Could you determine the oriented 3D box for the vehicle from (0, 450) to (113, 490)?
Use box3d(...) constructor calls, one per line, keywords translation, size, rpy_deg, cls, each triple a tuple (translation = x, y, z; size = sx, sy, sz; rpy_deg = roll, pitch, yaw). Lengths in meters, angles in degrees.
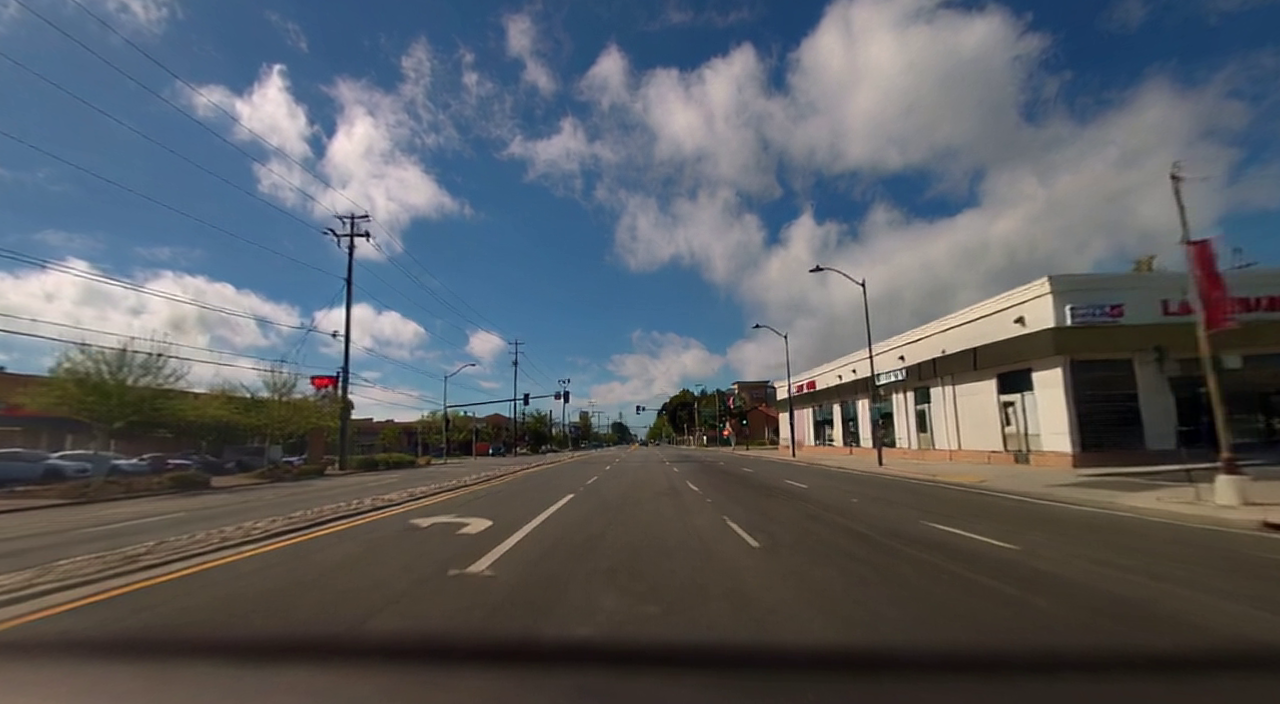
box3d(translation=(-30.868, 5.799, 31.199), size=(7.039, 1.891, 2.550), rpy_deg=(0, -9, -2), cls="vehicle")
